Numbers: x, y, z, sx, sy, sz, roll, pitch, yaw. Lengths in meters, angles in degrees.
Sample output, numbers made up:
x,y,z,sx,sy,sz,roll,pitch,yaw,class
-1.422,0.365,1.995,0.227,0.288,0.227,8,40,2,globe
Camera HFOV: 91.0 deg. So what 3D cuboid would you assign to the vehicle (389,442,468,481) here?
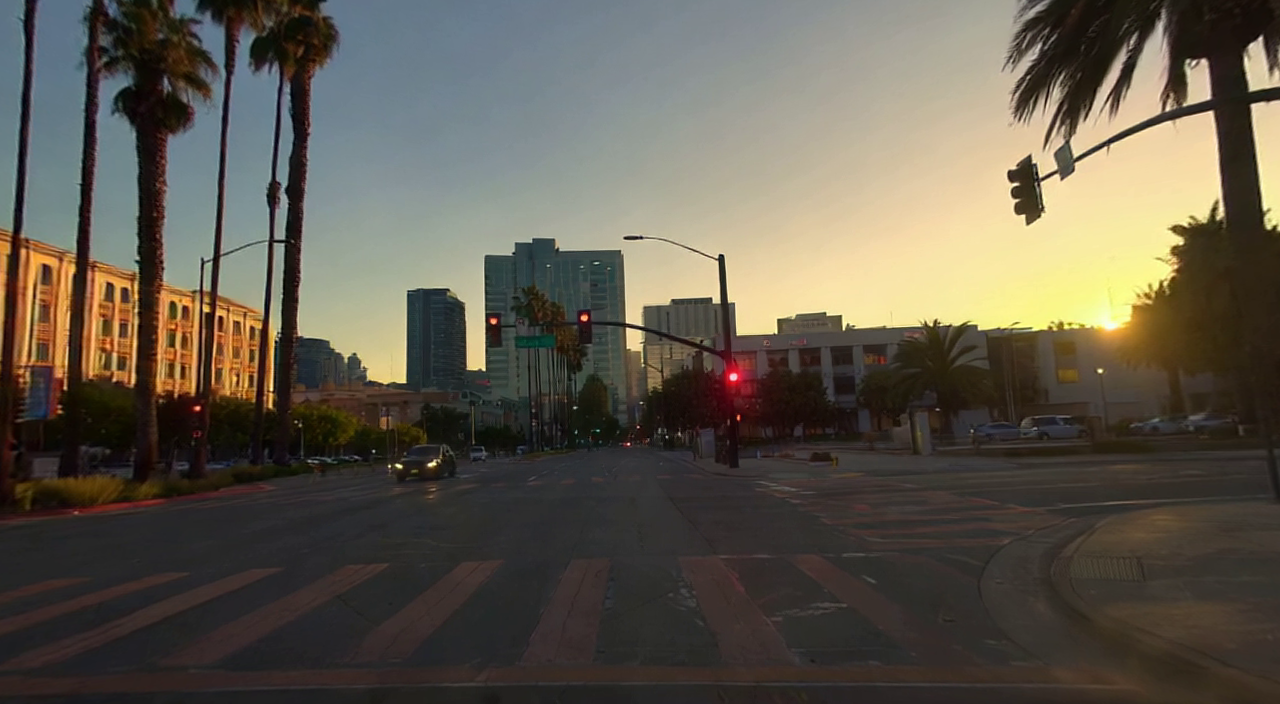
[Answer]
x,y,z,sx,sy,sz,roll,pitch,yaw,class
-10.741,5.593,32.373,2.270,1.833,4.860,0,-9,1,vehicle
